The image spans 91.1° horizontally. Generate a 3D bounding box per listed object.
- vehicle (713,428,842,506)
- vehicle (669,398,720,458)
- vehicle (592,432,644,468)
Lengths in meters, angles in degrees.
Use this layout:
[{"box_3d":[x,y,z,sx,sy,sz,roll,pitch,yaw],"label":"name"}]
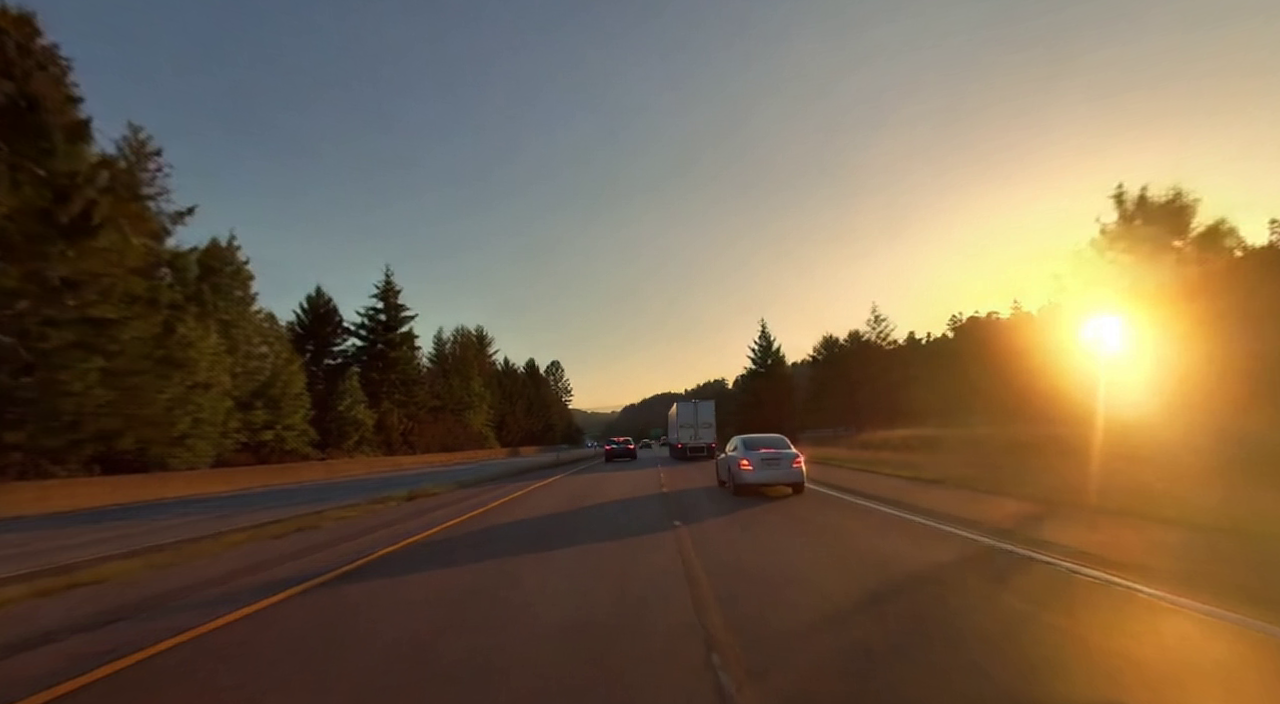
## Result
[{"box_3d":[2.995,2.586,14.736,2.072,1.534,4.300,0,-8,0],"label":"vehicle"},{"box_3d":[3.952,5.994,48.898,2.919,4.004,13.911,0,-8,1],"label":"vehicle"},{"box_3d":[-0.968,4.703,30.509,2.192,1.623,4.887,0,-8,1],"label":"vehicle"}]
